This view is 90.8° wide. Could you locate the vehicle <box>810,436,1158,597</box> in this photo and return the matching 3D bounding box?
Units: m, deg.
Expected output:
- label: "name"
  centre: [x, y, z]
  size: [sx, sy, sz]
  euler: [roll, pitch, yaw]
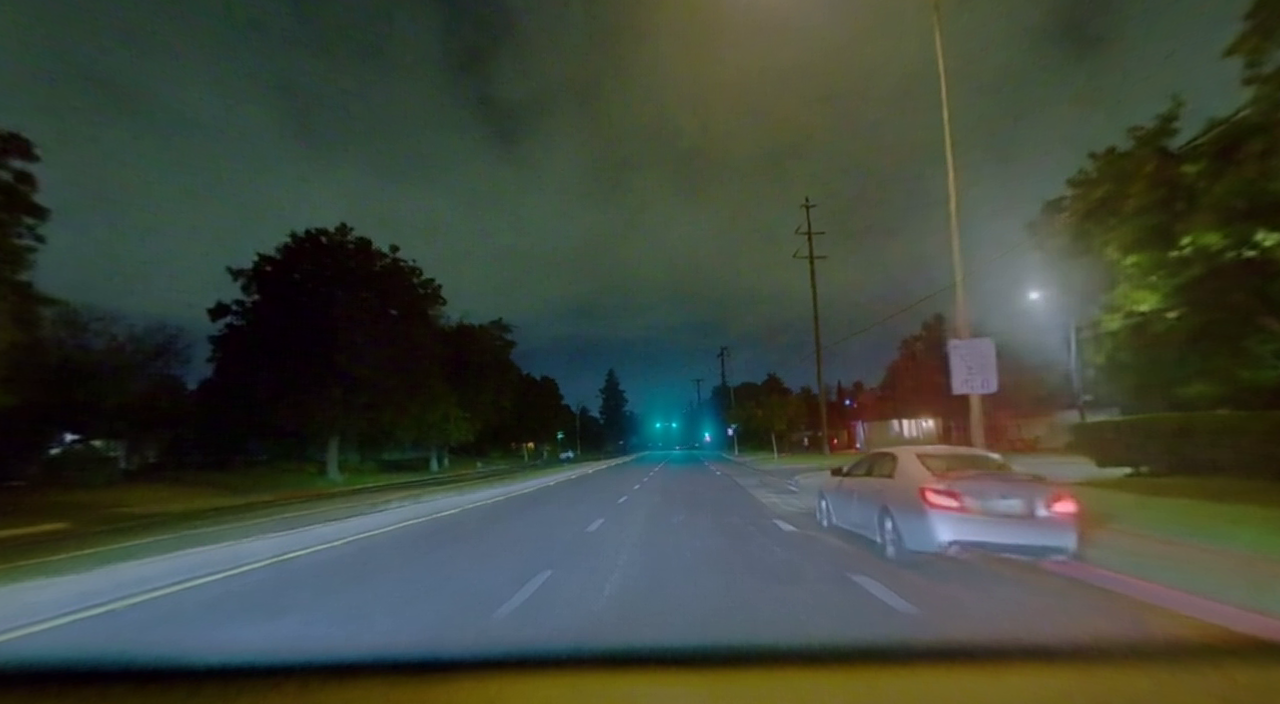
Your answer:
- label: "vehicle"
  centre: [3.797, 1.871, 8.186]
  size: [1.993, 1.457, 4.599]
  euler: [0, -9, 1]
